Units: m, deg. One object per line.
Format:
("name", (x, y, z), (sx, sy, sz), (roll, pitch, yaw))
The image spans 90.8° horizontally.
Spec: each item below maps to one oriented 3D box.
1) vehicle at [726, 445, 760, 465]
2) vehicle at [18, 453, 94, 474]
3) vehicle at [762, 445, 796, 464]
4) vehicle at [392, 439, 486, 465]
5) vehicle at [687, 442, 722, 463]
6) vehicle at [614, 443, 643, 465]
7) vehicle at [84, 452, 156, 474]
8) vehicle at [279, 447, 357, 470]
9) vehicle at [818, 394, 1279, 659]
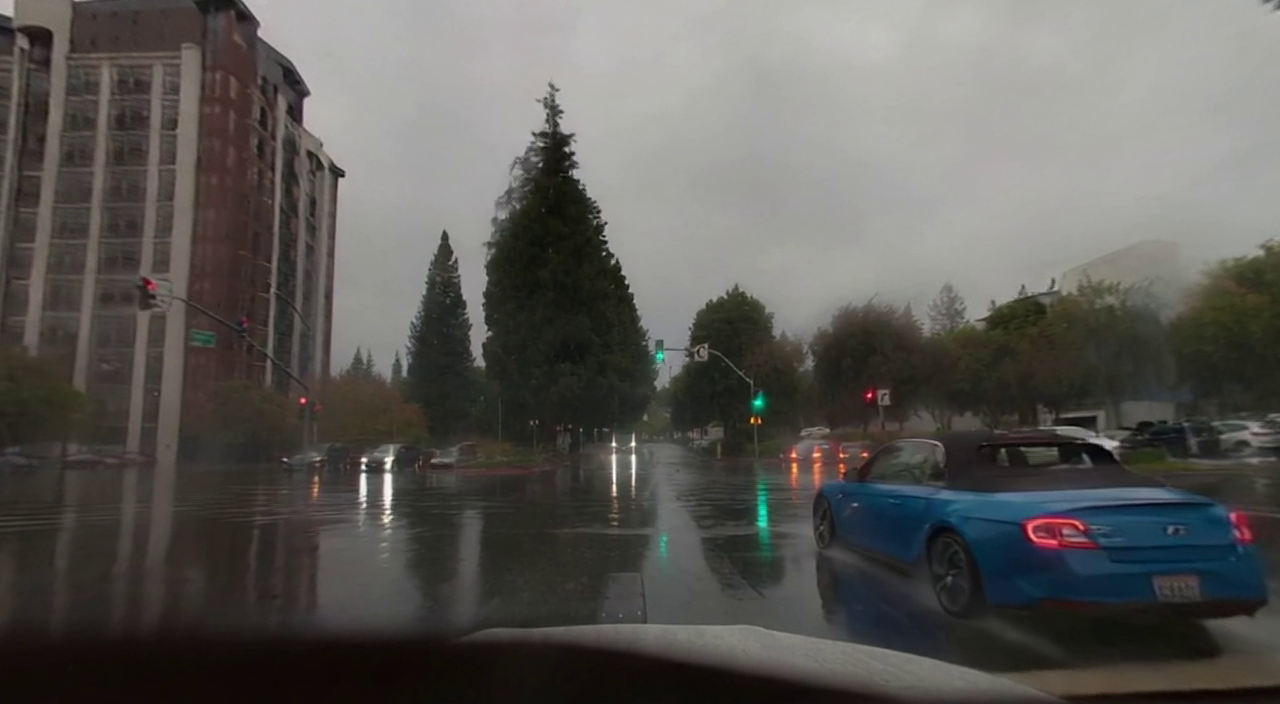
("vehicle", (7.570, 7.619, 46.785), (1.889, 1.358, 3.751), (0, -9, 1))
("vehicle", (-41.005, 7.843, 44.468), (1.651, 1.379, 3.787), (0, -9, 0))
("vehicle", (10.179, 7.533, 46.553), (1.692, 1.343, 3.352), (0, -9, -1))
("vehicle", (-14.518, 7.256, 45.893), (6.021, 1.868, 2.172), (0, -9, 1))
("vehicle", (4.694, 7.411, 46.487), (1.983, 1.453, 4.180), (0, -9, -1))
("vehicle", (-0.850, 7.515, 46.772), (2.024, 1.489, 4.613), (0, -9, -1))
("vehicle", (-36.161, 7.706, 44.058), (1.709, 1.410, 3.945), (0, -9, -1))
("vehicle", (-21.452, 7.115, 42.190), (4.207, 1.508, 1.875), (0, -9, 2))
("vehicle", (3.298, 1.345, 5.891), (1.903, 1.529, 4.254), (0, -9, -2))
